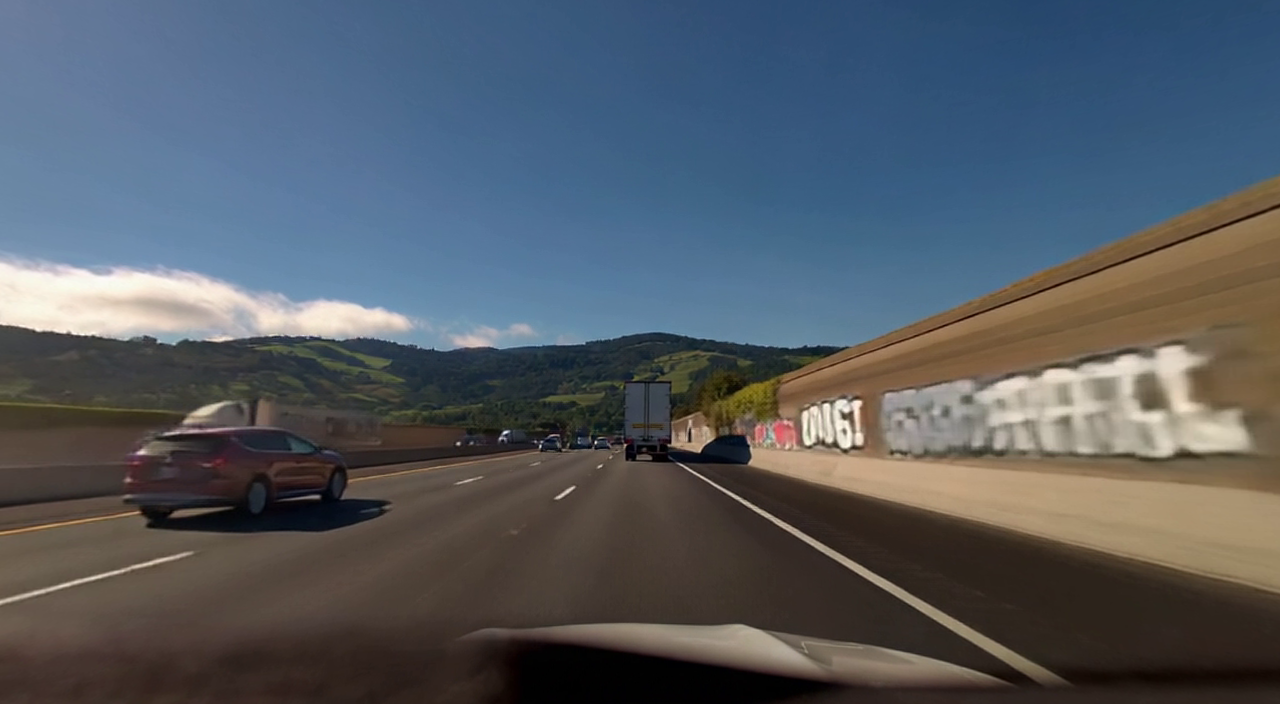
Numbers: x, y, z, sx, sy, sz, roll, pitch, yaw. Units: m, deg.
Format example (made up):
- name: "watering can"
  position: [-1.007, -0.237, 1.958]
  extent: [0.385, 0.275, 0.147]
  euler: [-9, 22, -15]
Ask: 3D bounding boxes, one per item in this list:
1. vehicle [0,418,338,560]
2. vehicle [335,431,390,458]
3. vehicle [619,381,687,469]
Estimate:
- name: "vehicle"
  position: [-6.546, 1.815, 9.216]
  extent: [1.982, 1.535, 4.519]
  euler: [0, -8, 0]
- name: "vehicle"
  position: [-14.761, 4.929, 33.698]
  extent: [1.516, 1.328, 3.122]
  euler: [0, -8, 0]
- name: "vehicle"
  position: [0.402, 3.885, 32.513]
  extent: [2.921, 3.765, 10.773]
  euler: [0, -8, -2]
